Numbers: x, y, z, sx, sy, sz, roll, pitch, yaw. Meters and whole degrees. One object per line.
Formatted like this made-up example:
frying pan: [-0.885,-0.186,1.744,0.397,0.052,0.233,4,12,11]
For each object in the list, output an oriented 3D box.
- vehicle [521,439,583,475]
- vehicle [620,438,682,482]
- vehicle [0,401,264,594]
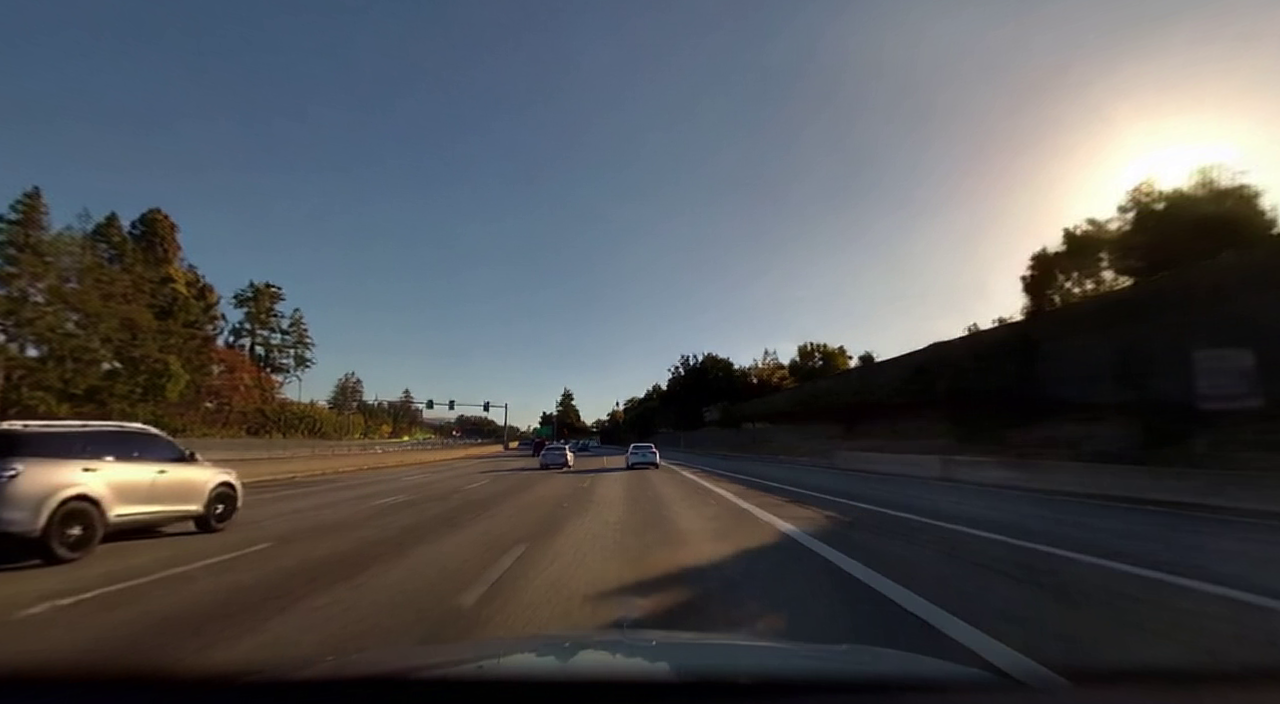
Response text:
vehicle: [-3.883,4.756,28.783,2.246,1.519,4.980,0,-9,-2]
vehicle: [0.320,3.870,22.813,2.051,1.444,3.927,0,-9,-1]
vehicle: [-6.776,1.512,7.060,2.221,1.693,4.631,0,-9,0]
